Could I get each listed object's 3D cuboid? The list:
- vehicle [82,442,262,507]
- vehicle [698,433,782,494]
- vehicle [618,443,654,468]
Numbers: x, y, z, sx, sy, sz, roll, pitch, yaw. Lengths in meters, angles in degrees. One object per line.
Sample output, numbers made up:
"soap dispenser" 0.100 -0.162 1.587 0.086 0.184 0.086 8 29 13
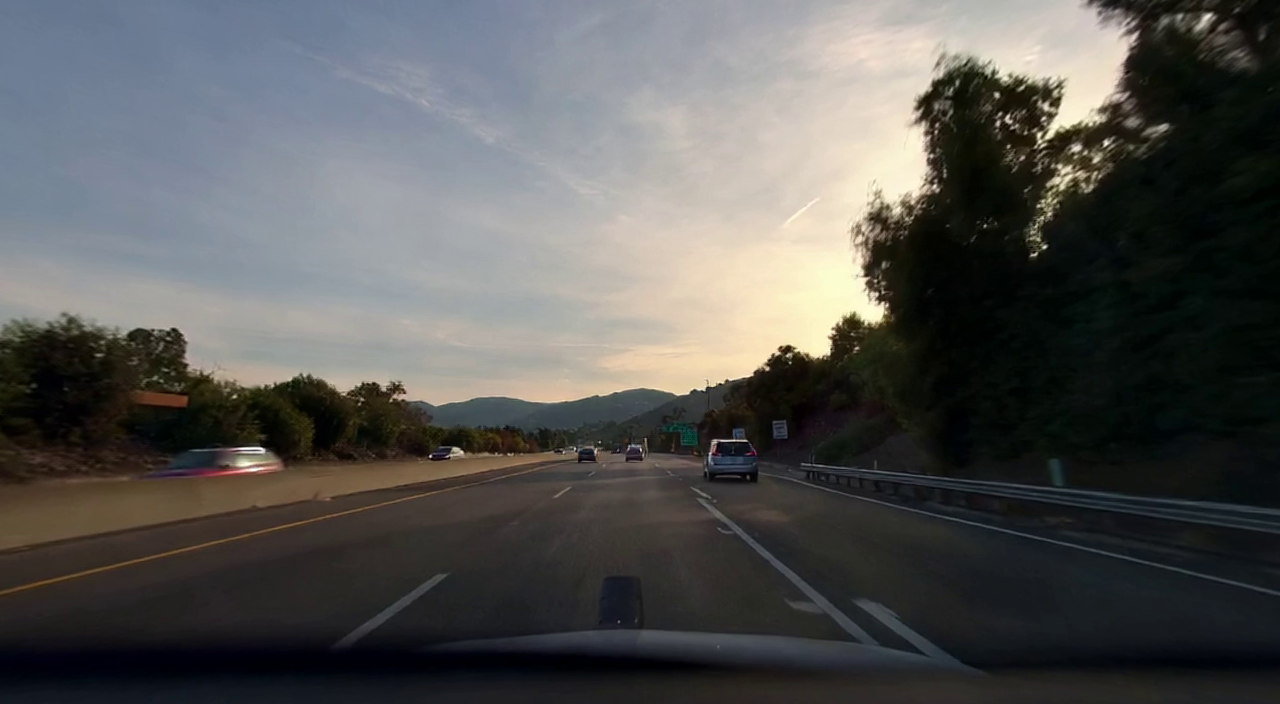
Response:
"vehicle" -12.894 3.366 17.678 1.930 1.584 4.230 0 -9 -3
"vehicle" 2.963 3.419 19.518 2.143 1.667 4.221 -1 -9 3
"vehicle" -0.247 7.123 43.262 1.969 1.595 3.964 -1 -9 7
